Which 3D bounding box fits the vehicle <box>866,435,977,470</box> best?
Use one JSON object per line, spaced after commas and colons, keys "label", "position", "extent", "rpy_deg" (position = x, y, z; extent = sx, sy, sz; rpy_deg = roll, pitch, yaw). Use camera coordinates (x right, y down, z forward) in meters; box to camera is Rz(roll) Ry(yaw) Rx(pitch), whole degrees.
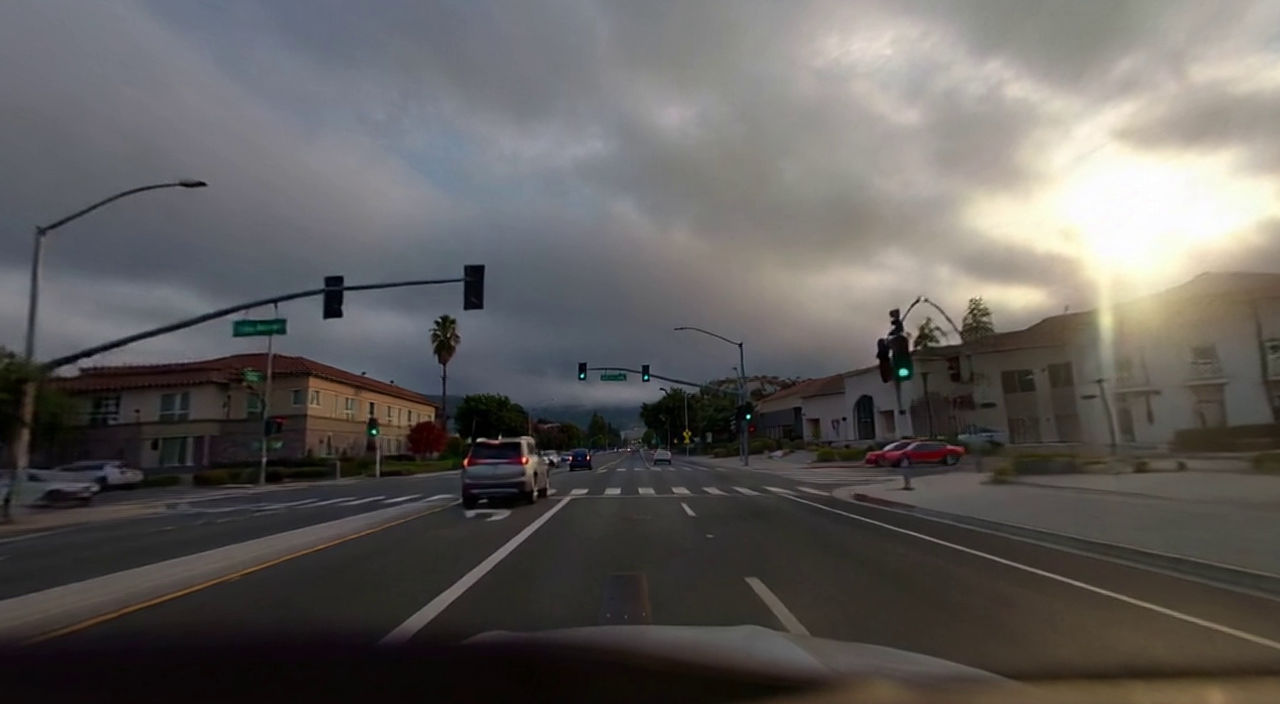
{"label": "vehicle", "position": [14.174, 5.067, 31.933], "extent": [4.634, 1.449, 1.936], "rpy_deg": [-3, -7, -1]}

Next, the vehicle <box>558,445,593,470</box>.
{"label": "vehicle", "position": [-4.755, 7.816, 46.799], "extent": [2.070, 1.481, 4.266], "rpy_deg": [-5, -7, 0]}

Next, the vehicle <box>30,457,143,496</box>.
{"label": "vehicle", "position": [-31.902, 7.160, 36.440], "extent": [4.582, 1.785, 2.262], "rpy_deg": [-4, -7, 3]}

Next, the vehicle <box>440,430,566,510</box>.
{"label": "vehicle", "position": [-3.346, 2.984, 16.430], "extent": [2.250, 1.791, 4.300], "rpy_deg": [0, -8, 1]}
